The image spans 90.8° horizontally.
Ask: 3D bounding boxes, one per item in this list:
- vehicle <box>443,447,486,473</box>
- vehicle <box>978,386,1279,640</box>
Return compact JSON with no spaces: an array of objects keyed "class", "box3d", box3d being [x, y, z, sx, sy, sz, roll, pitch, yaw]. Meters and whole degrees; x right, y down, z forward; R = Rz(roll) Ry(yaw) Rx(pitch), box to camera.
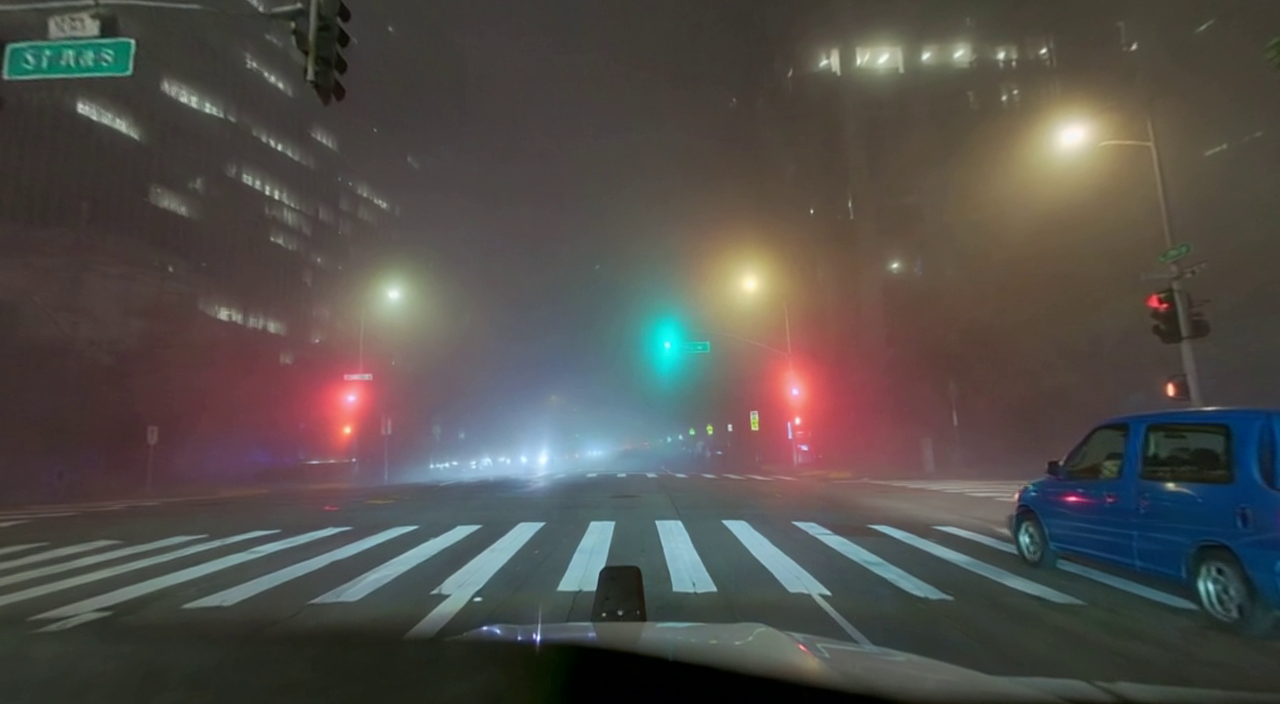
[{"class":"vehicle","box3d":[-12.438,7.653,45.086,1.935,1.639,4.244,-3,-8,-2]},{"class":"vehicle","box3d":[5.589,1.347,5.827,2.070,1.804,4.881,0,-8,-2]}]
